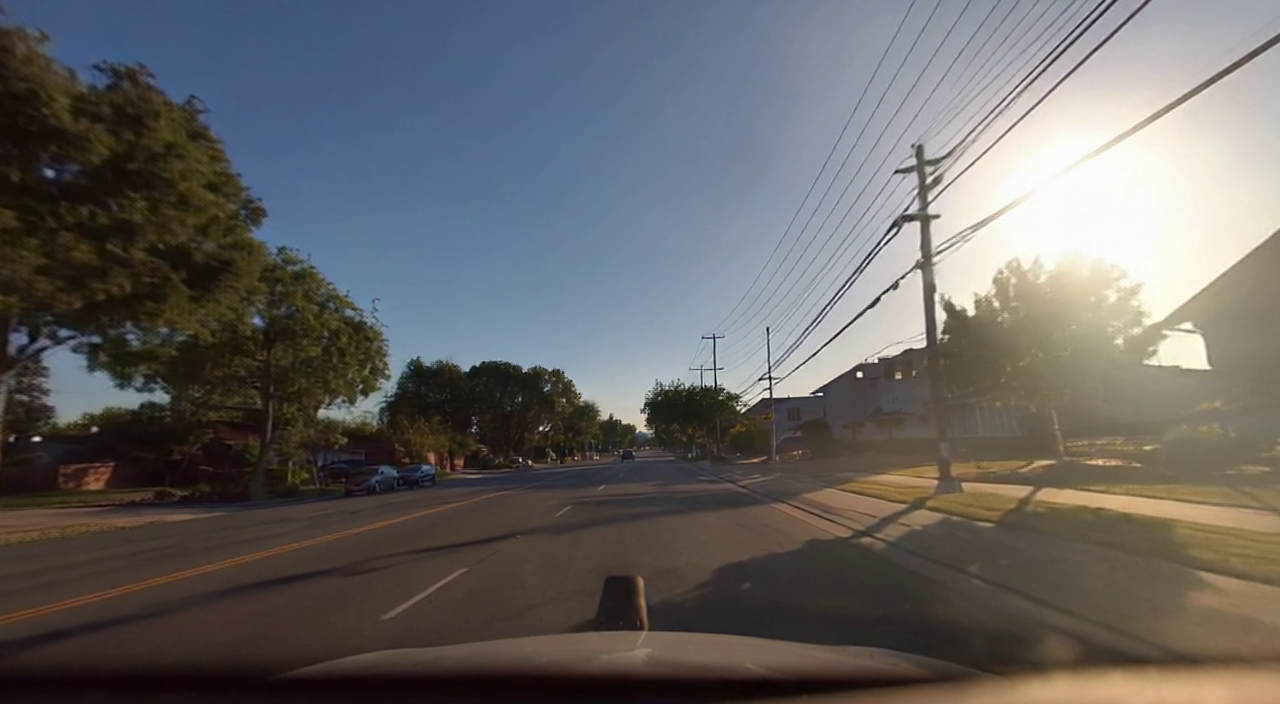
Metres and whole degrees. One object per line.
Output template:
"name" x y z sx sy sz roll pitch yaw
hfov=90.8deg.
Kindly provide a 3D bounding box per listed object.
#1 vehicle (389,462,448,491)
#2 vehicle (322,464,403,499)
"vehicle" -13.371 7.535 38.459 1.863 1.481 4.363 -3 -9 3
"vehicle" -13.679 6.389 31.467 1.936 1.489 4.311 -1 -9 3
